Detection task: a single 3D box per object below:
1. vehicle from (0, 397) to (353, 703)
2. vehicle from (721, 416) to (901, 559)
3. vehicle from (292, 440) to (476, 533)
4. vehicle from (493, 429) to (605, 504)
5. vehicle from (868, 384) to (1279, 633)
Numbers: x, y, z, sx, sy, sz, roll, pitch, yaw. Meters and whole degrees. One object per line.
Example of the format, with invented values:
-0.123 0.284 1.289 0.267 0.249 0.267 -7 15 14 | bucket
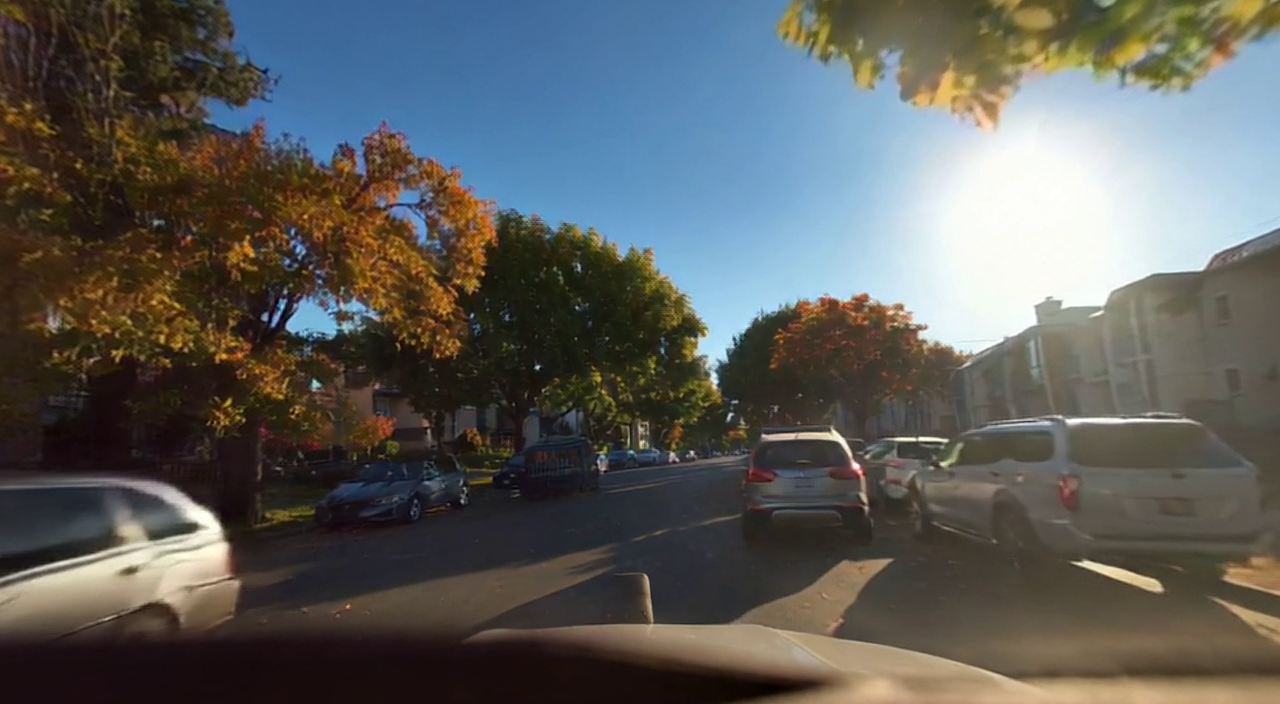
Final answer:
-3.712 1.130 3.248 2.018 1.691 3.995 -2 -9 11 | vehicle
2.403 2.035 10.339 2.055 1.717 5.172 -1 -9 7 | vehicle
-5.637 2.980 14.685 2.002 1.774 4.568 -1 -9 6 | vehicle
-2.664 3.542 19.971 2.197 2.047 4.985 -1 -9 8 | vehicle
4.479 1.524 7.276 2.082 1.799 5.207 -1 -8 4 | vehicle
